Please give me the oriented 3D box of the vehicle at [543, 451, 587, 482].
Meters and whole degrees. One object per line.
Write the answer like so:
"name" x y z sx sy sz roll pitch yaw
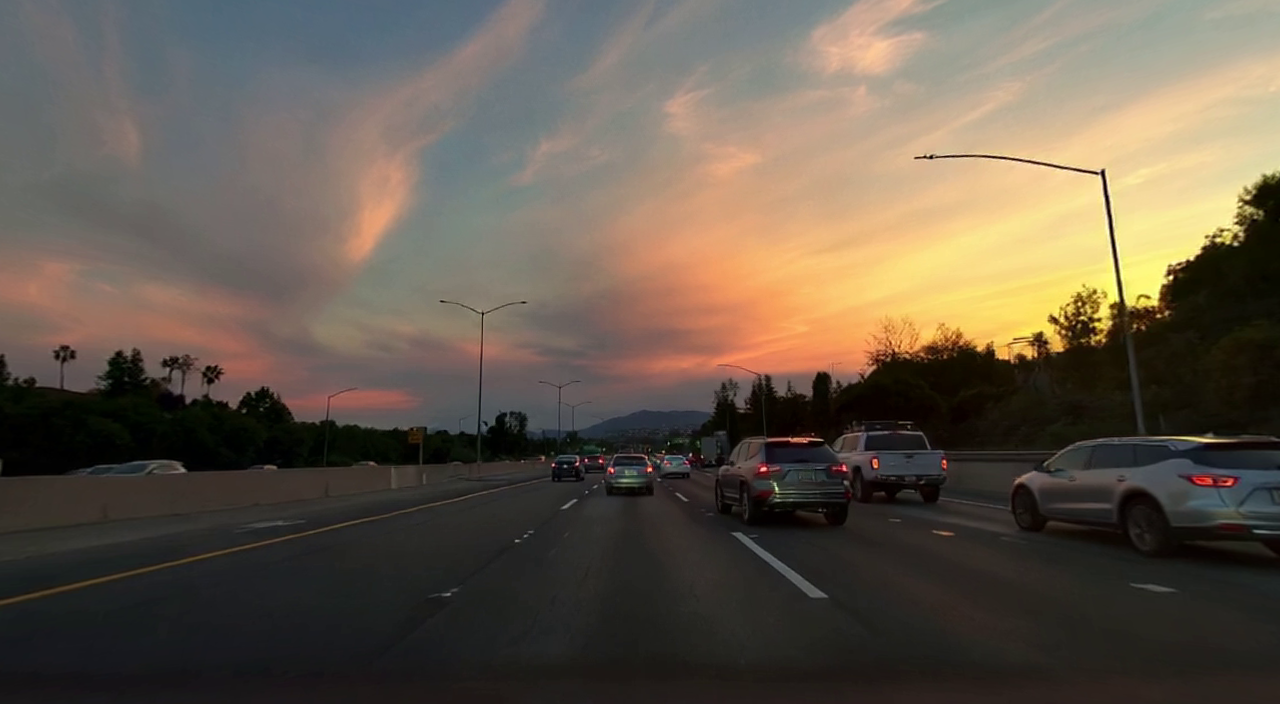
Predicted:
"vehicle" -4.178 6.385 35.484 1.889 1.600 4.043 0 -9 1

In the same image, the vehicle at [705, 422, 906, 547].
"vehicle" 2.553 2.182 10.949 2.230 1.740 3.976 1 -9 -3

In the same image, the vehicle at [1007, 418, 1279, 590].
"vehicle" 7.167 1.810 8.272 1.972 1.647 4.429 0 -9 0

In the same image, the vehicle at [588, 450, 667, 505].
"vehicle" -0.319 3.773 19.361 2.157 1.495 4.038 0 -9 1

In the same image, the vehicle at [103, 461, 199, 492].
"vehicle" -28.917 7.325 37.445 1.914 1.634 4.517 0 -9 1
